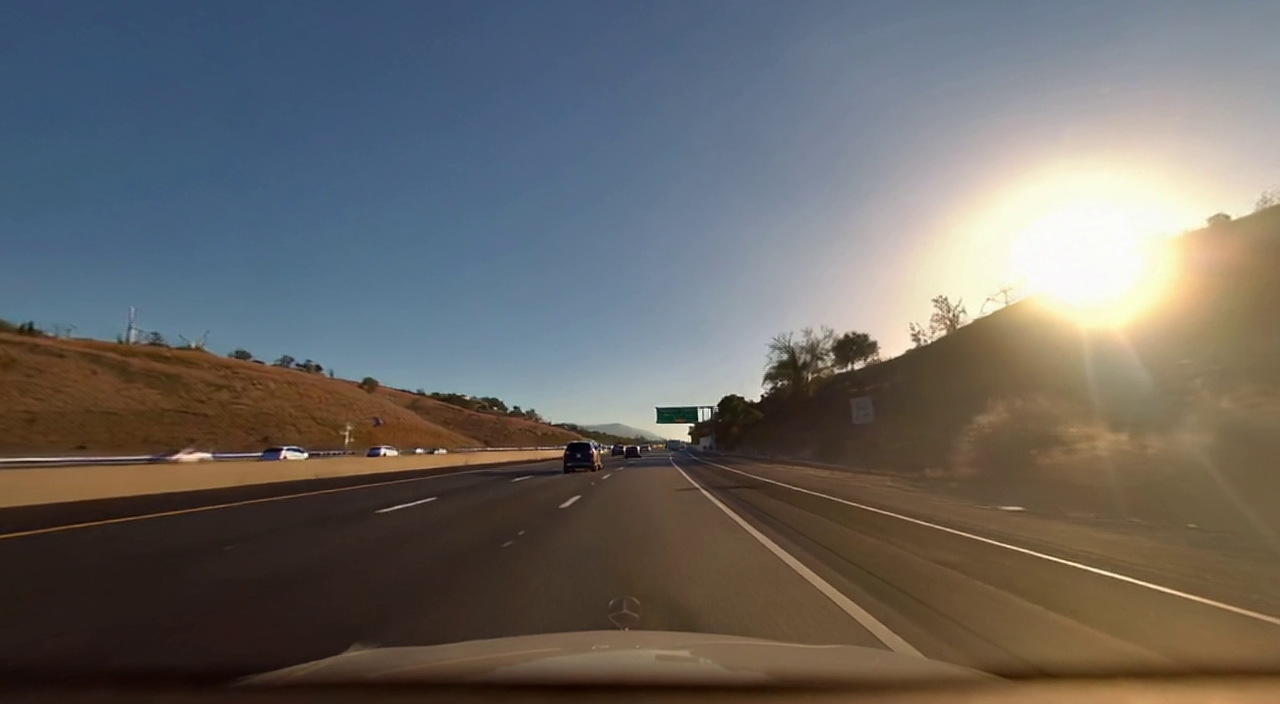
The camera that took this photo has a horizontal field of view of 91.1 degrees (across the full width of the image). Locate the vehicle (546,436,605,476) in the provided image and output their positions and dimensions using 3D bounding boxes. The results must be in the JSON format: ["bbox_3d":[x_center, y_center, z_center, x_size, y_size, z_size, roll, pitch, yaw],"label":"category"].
[{"bbox_3d":[-3.248,5.386,32.857,2.413,1.896,5.218,0,-9,1],"label":"vehicle"}]

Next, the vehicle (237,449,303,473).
[{"bbox_3d":[-27.617,8.093,47.031,2.016,1.671,4.537,-1,-9,2],"label":"vehicle"}]
